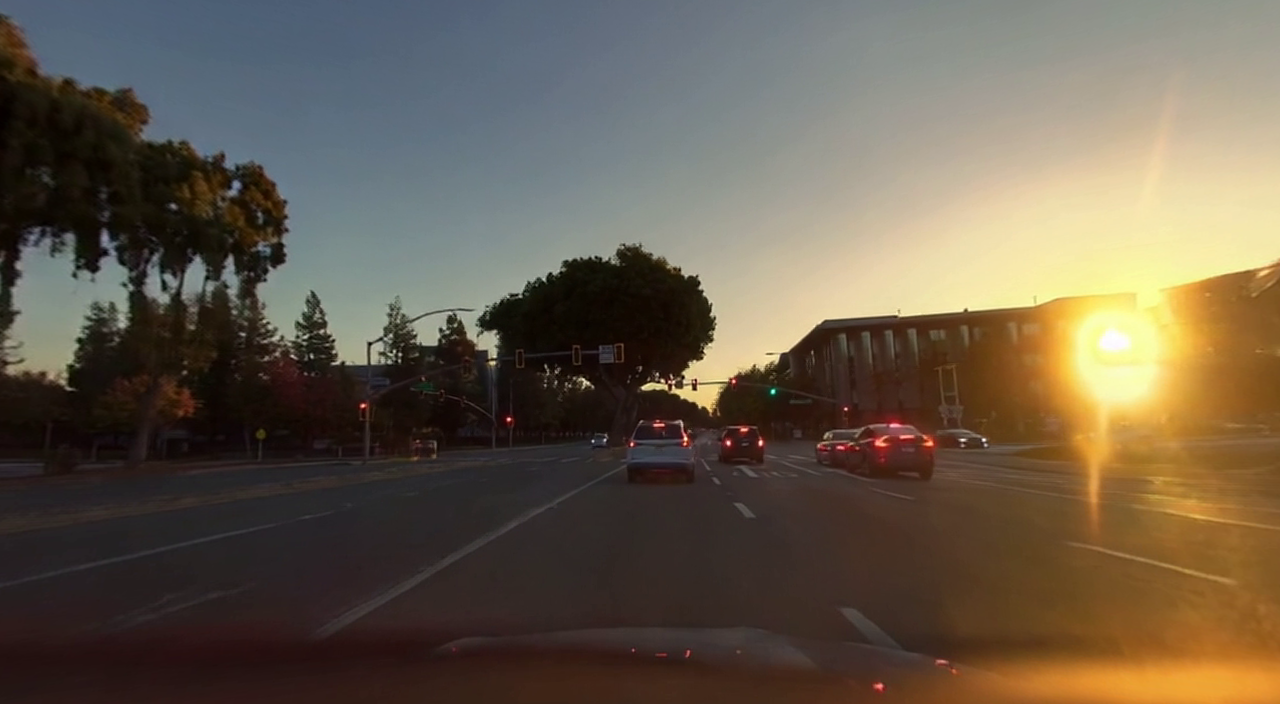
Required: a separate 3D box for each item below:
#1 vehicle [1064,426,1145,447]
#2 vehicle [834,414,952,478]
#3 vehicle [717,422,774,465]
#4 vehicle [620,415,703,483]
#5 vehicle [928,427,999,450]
[{"bbox_3d":[34.479,6.297,47.071,4.596,1.468,1.785,-5,-10,31],"label":"vehicle"},{"bbox_3d":[7.873,3.003,20.173,2.074,1.791,4.393,-1,-9,3],"label":"vehicle"},{"bbox_3d":[4.698,4.199,28.800,2.188,1.774,4.646,-1,-9,5],"label":"vehicle"},{"bbox_3d":[0.677,2.904,18.943,2.211,1.795,4.179,-1,-9,3],"label":"vehicle"},{"bbox_3d":[23.514,6.302,45.977,4.482,1.465,1.831,-3,-11,29],"label":"vehicle"}]
